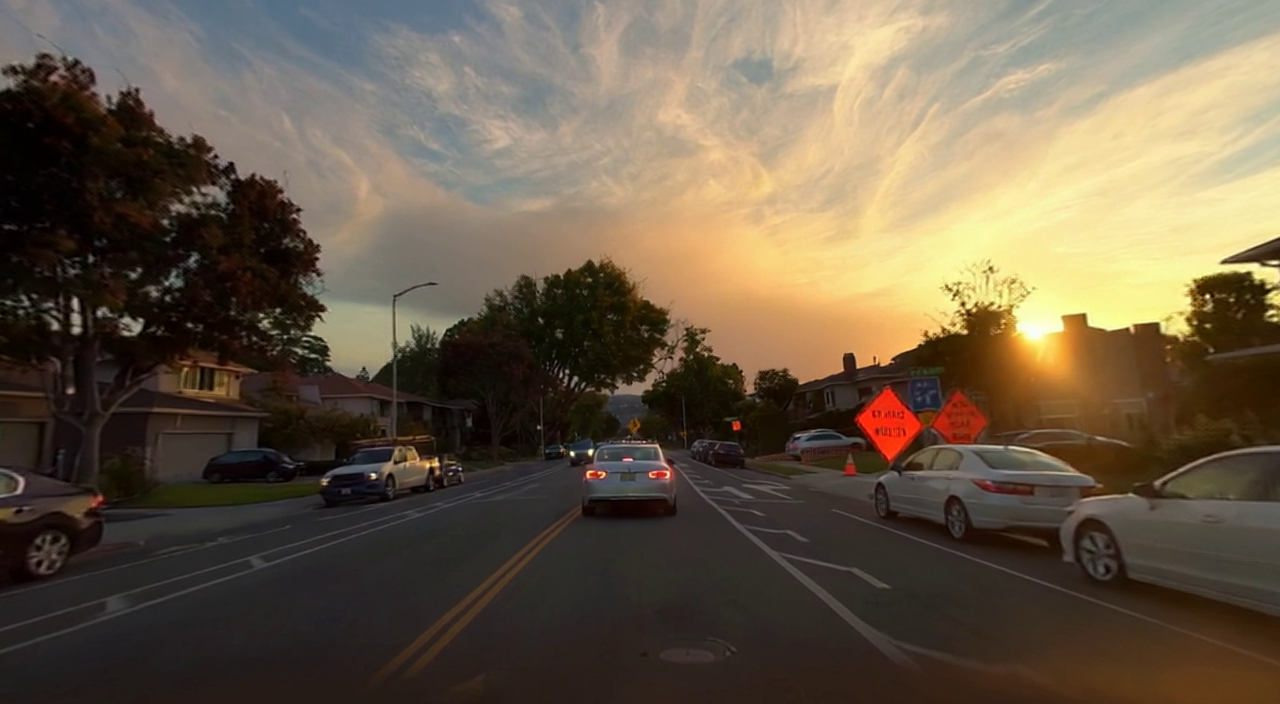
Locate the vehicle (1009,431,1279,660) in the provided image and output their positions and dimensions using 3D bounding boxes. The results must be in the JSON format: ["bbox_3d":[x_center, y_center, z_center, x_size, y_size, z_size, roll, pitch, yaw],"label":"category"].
[{"bbox_3d":[5.108,1.355,4.711,1.864,1.480,4.587,0,-8,-1],"label":"vehicle"}]

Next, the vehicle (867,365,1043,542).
[{"bbox_3d":[5.265,1.719,10.923,1.409,2.648,2.645,0,-9,-4],"label":"vehicle"}]

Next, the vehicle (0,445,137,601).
[{"bbox_3d":[-7.961,1.798,6.399,2.036,1.676,4.440,0,-8,-1],"label":"vehicle"}]

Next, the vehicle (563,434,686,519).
[{"bbox_3d":[-0.248,2.491,13.124,2.151,1.481,4.084,0,-8,1],"label":"vehicle"}]

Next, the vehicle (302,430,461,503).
[{"bbox_3d":[-8.156,3.677,20.797,2.659,2.047,6.014,0,-9,1],"label":"vehicle"}]

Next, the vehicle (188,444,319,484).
[{"bbox_3d":[-16.649,4.841,27.286,4.468,1.517,1.796,-1,-9,-2],"label":"vehicle"}]

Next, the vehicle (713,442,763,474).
[{"bbox_3d":[4.911,5.367,32.068,1.985,1.481,4.116,0,-8,1],"label":"vehicle"}]
